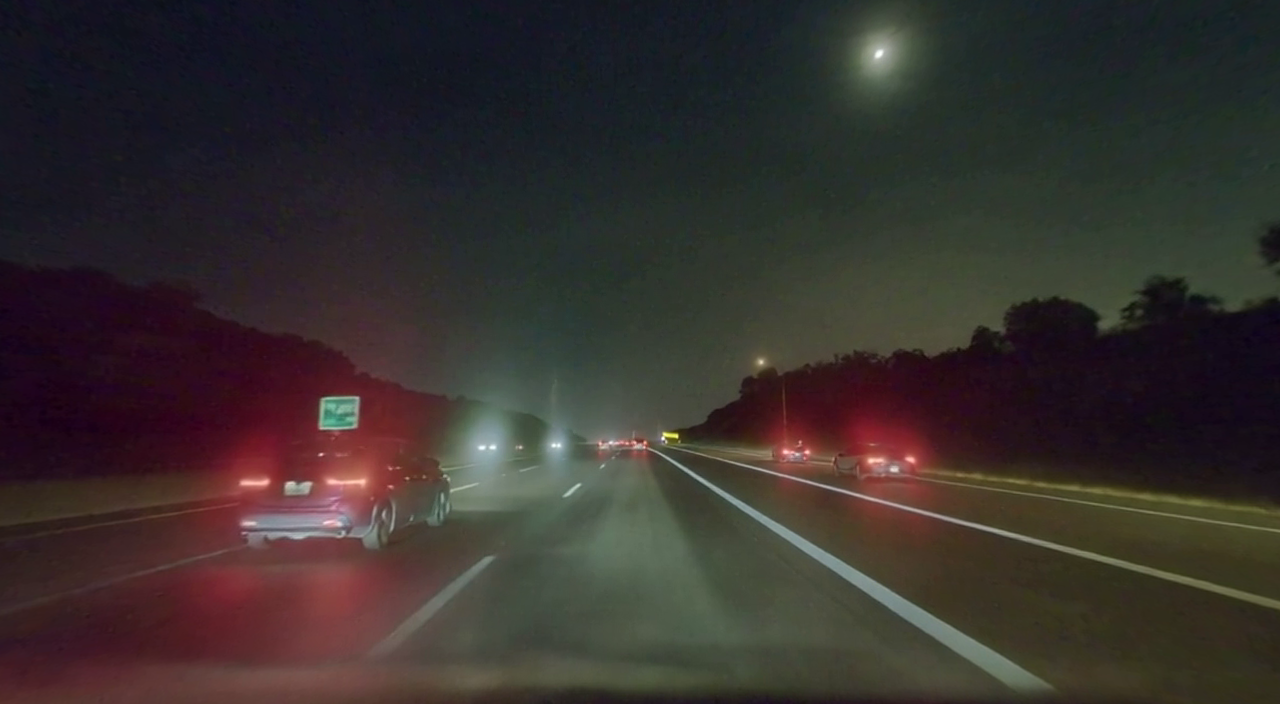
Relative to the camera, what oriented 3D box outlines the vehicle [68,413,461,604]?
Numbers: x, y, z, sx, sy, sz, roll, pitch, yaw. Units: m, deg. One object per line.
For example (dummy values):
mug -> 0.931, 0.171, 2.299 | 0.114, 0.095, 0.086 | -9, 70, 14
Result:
vehicle -> -3.781, 1.609, 7.512 | 2.039, 1.589, 4.324 | 0, -8, 0
